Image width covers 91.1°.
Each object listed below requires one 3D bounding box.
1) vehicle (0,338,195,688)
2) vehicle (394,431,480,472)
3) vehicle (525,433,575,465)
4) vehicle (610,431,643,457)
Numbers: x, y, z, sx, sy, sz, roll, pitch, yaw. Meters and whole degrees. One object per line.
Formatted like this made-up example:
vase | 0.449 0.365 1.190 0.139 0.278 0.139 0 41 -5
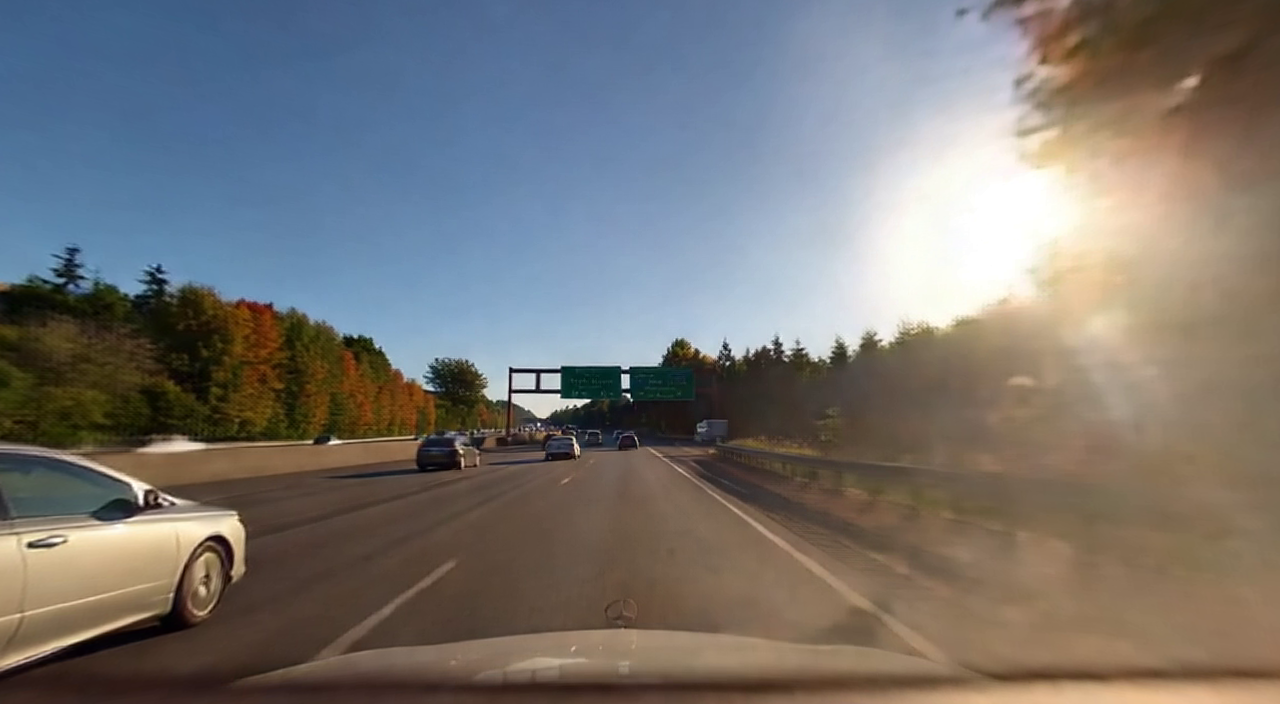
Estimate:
vehicle | -4.337 0.742 2.479 1.971 1.822 4.366 0 -8 -1
vehicle | -8.290 4.087 26.204 1.953 1.524 4.863 0 -8 0
vehicle | -4.448 4.843 31.657 1.909 1.445 4.087 0 -7 0
vehicle | -0.839 5.888 40.397 2.002 1.611 3.778 0 -8 0
